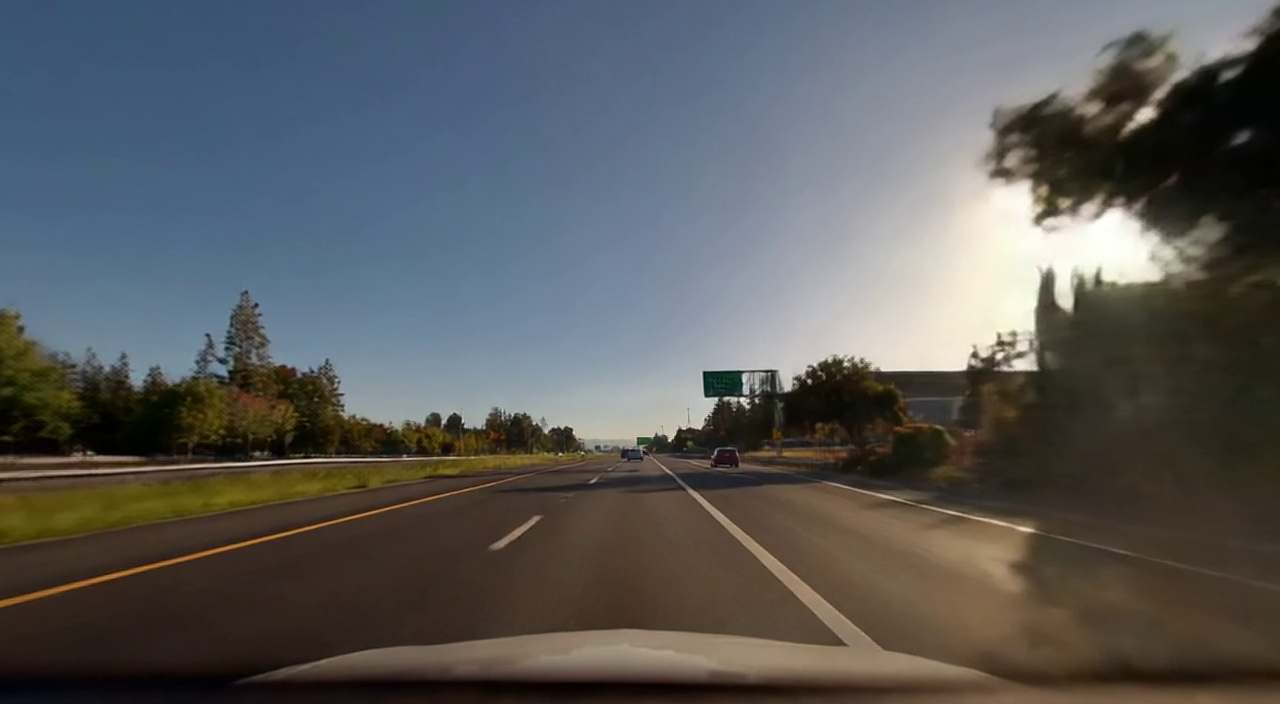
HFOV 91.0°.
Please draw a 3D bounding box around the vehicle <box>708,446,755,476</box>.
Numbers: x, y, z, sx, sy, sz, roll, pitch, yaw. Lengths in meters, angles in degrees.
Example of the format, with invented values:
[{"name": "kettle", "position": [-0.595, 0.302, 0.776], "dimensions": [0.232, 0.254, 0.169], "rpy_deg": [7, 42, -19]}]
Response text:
[{"name": "vehicle", "position": [5.233, 6.314, 36.588], "dimensions": [2.085, 1.594, 4.848], "rpy_deg": [0, -9, 1]}]
